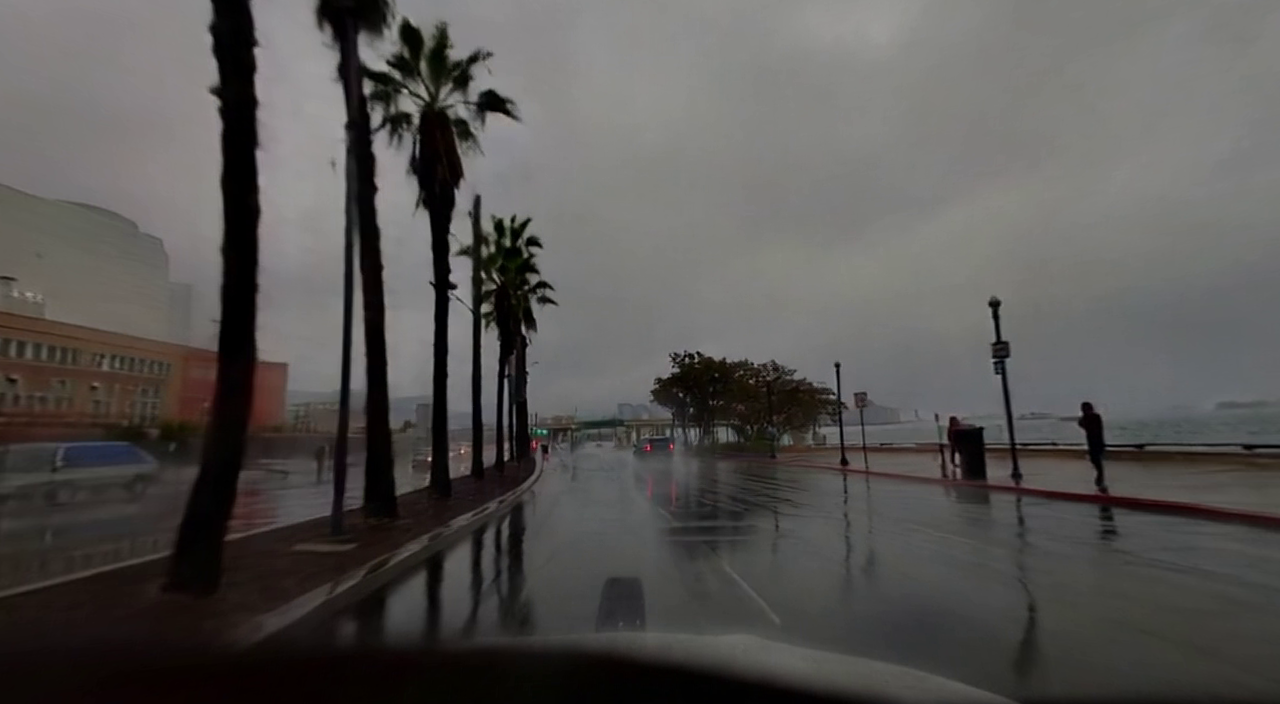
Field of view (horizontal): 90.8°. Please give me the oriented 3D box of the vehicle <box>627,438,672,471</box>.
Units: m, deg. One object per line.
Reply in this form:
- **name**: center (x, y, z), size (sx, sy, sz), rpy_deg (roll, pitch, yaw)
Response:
- **vehicle**: center (0.513, 6.723, 41.831), size (2.284, 2.010, 6.670), rpy_deg (1, -8, -5)
